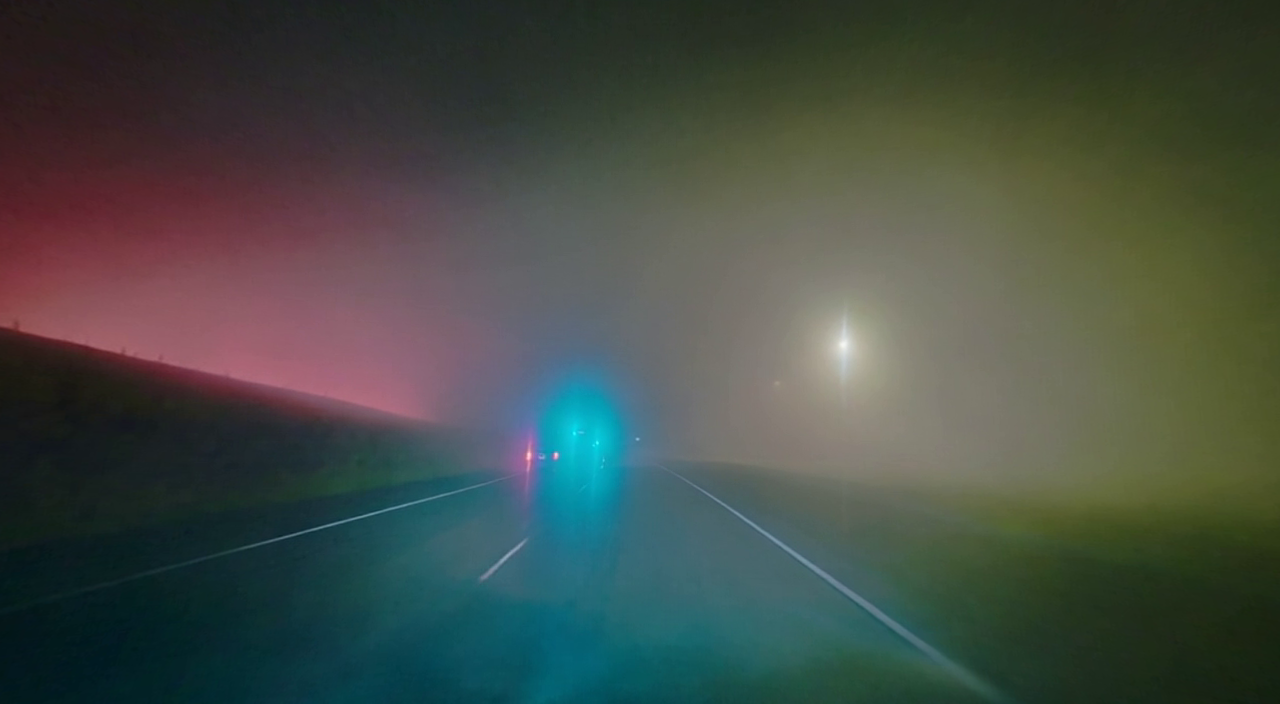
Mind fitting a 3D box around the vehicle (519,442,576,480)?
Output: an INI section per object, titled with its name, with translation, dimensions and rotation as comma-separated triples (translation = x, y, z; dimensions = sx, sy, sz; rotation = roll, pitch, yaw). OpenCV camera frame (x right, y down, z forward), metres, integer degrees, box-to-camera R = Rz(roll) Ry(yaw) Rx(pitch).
[vehicle]
translation = -3.943, 4.715, 27.617
dimensions = 1.968, 1.503, 4.443
rotation = 0, -8, -1
